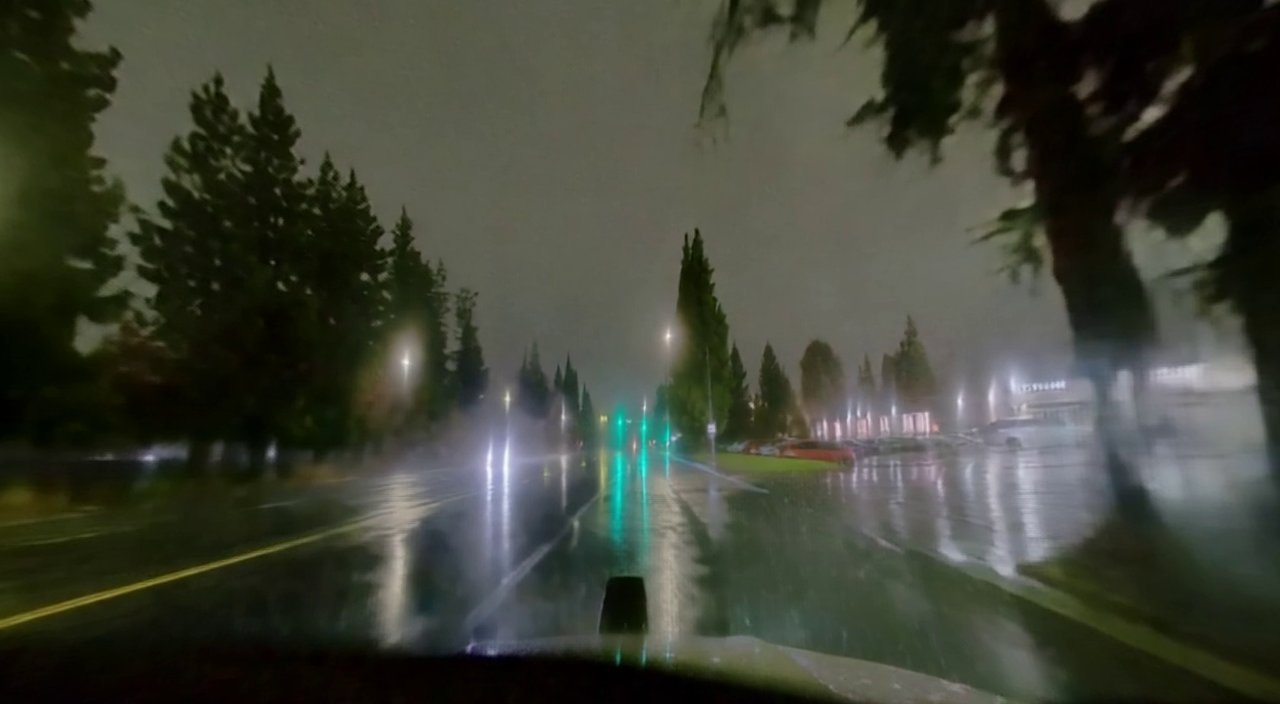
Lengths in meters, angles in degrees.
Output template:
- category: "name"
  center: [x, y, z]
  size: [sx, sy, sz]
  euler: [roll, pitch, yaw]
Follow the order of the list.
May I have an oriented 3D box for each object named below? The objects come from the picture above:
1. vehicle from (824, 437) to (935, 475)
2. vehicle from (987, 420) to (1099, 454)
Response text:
- category: "vehicle"
  center: [11.156, 4.893, 29.621]
  size: [4.361, 1.462, 1.857]
  euler: [-4, -9, 1]
- category: "vehicle"
  center: [22.720, 4.785, 35.665]
  size: [4.759, 1.564, 2.117]
  euler: [-3, -7, 0]
